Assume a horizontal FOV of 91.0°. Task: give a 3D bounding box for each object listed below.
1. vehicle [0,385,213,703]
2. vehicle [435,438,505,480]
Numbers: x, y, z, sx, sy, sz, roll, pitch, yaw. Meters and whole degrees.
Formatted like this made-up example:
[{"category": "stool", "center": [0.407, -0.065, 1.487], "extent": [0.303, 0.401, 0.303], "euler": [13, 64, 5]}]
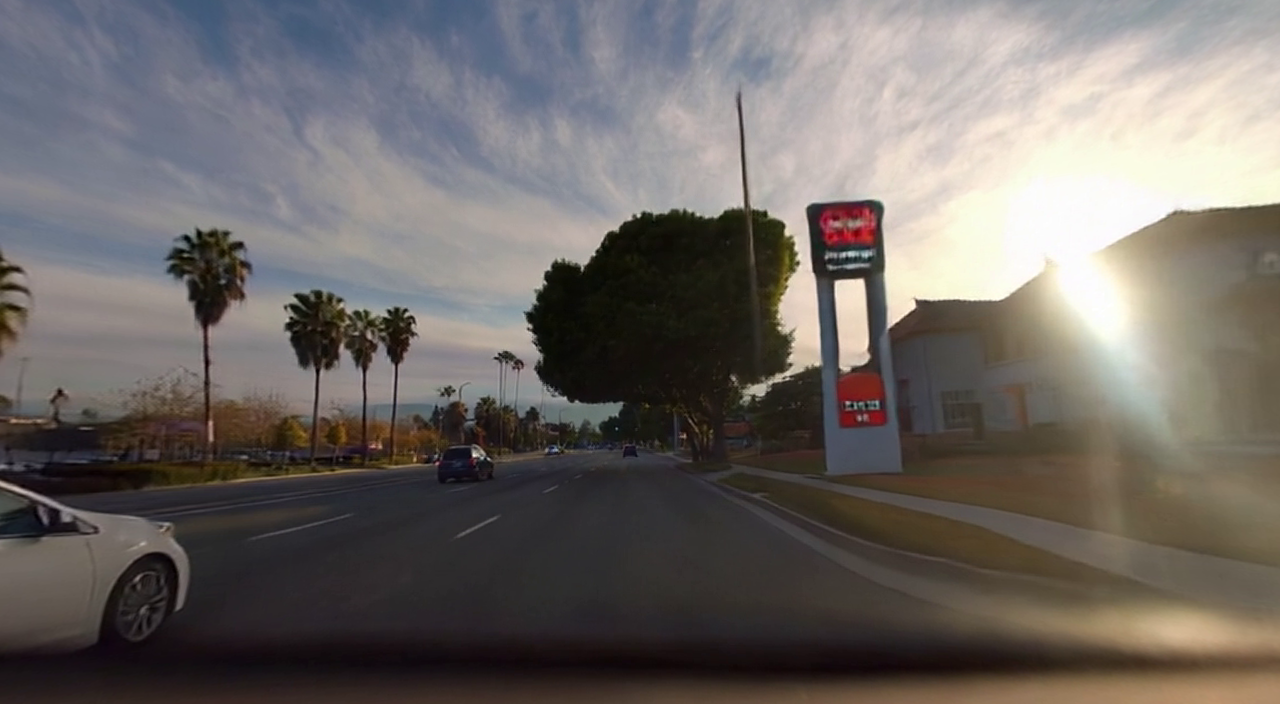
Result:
[{"category": "vehicle", "center": [-4.317, 0.937, 2.717], "extent": [2.041, 1.666, 4.182], "euler": [0, -8, -1]}, {"category": "vehicle", "center": [-7.955, 5.026, 29.906], "extent": [2.136, 1.844, 4.363], "euler": [0, -8, -1]}]
